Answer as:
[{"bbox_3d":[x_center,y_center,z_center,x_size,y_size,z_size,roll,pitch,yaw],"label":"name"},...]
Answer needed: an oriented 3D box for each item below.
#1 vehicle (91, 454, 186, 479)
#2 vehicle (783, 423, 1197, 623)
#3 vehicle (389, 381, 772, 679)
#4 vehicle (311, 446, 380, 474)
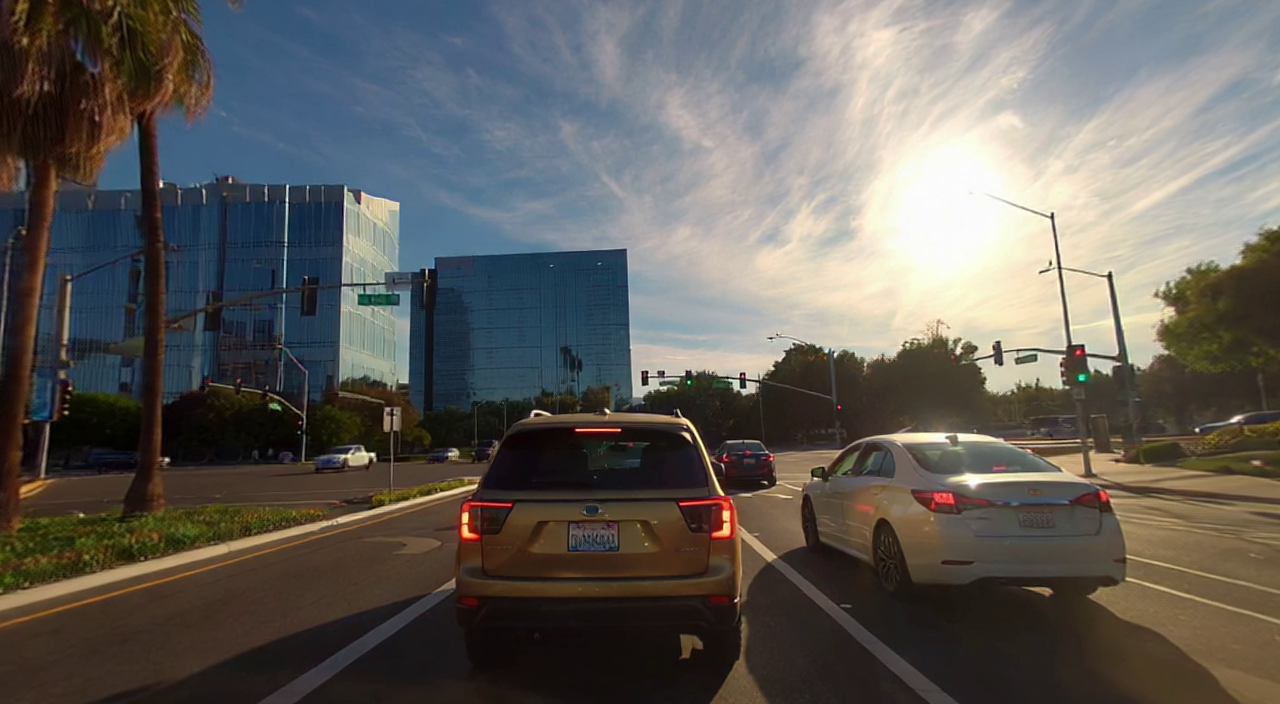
[{"bbox_3d":[-37.541,8.542,47.086,5.347,1.785,2.123,0,-9,1],"label":"vehicle"},{"bbox_3d":[3.118,1.608,6.967,1.971,1.473,4.495,0,-8,0],"label":"vehicle"},{"bbox_3d":[-0.338,1.316,5.692,2.172,1.694,4.055,0,-8,0],"label":"vehicle"},{"bbox_3d":[-19.888,7.274,42.730,2.119,1.786,5.252,0,-9,0],"label":"vehicle"}]
